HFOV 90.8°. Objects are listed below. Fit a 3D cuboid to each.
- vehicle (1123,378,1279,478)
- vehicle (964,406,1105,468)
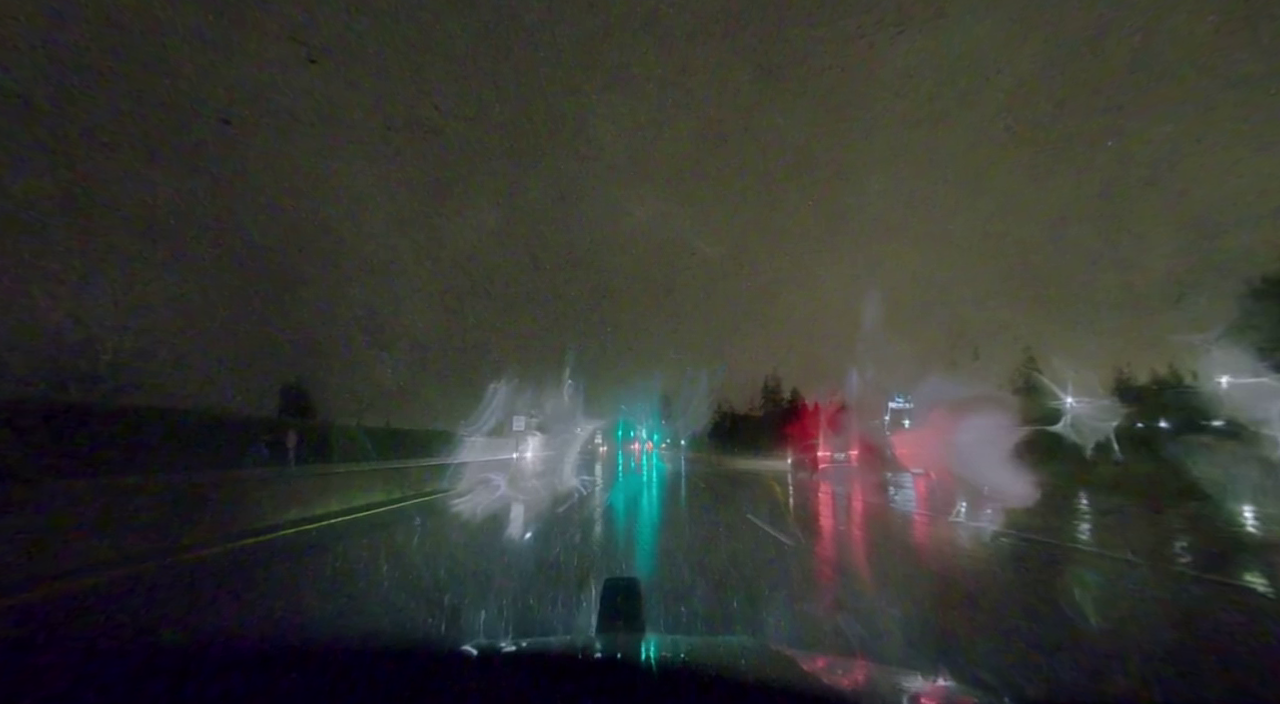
[{"bbox_3d":[28.267,3.579,28.855,2.848,4.095,14.282,-1,-9,8],"label":"vehicle"},{"bbox_3d":[30.287,6.768,49.709,2.914,4.132,13.954,-2,-8,4],"label":"vehicle"}]
